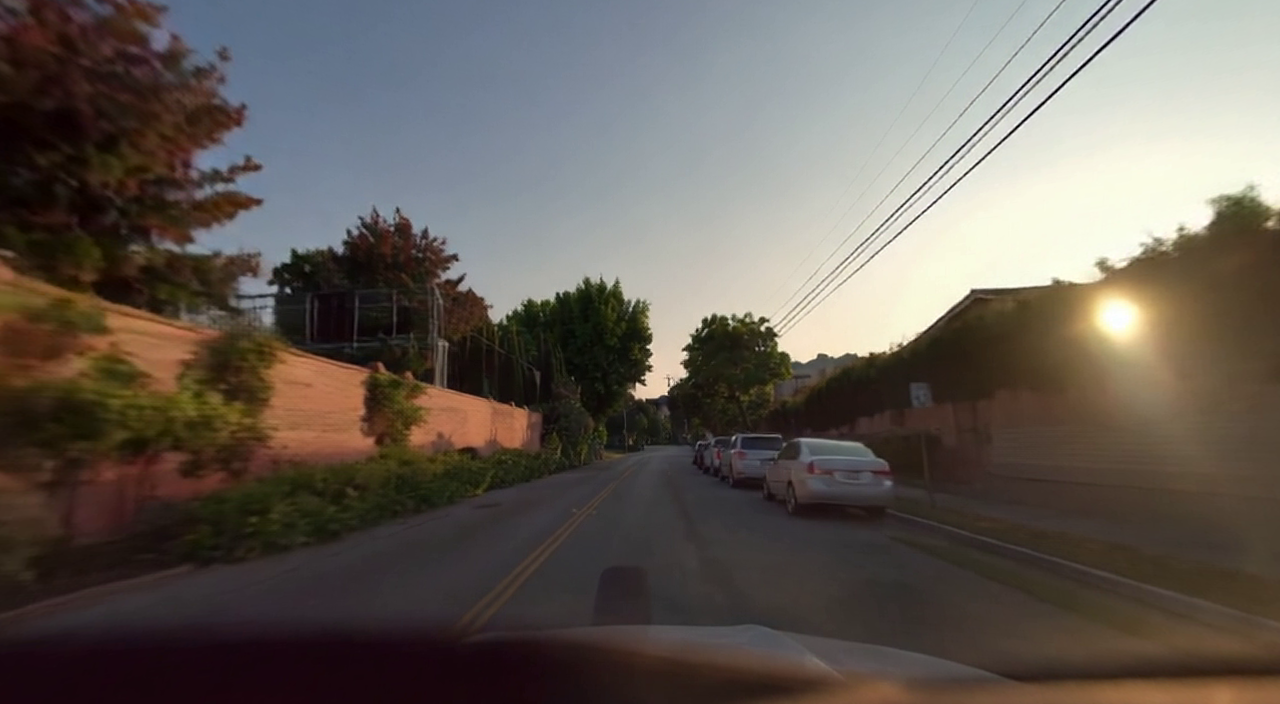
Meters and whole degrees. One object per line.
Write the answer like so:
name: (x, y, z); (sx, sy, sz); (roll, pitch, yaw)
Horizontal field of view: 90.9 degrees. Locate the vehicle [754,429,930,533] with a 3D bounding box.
vehicle: (3.838, 2.490, 13.172); (2.048, 1.596, 5.543); (2, -8, 2)
